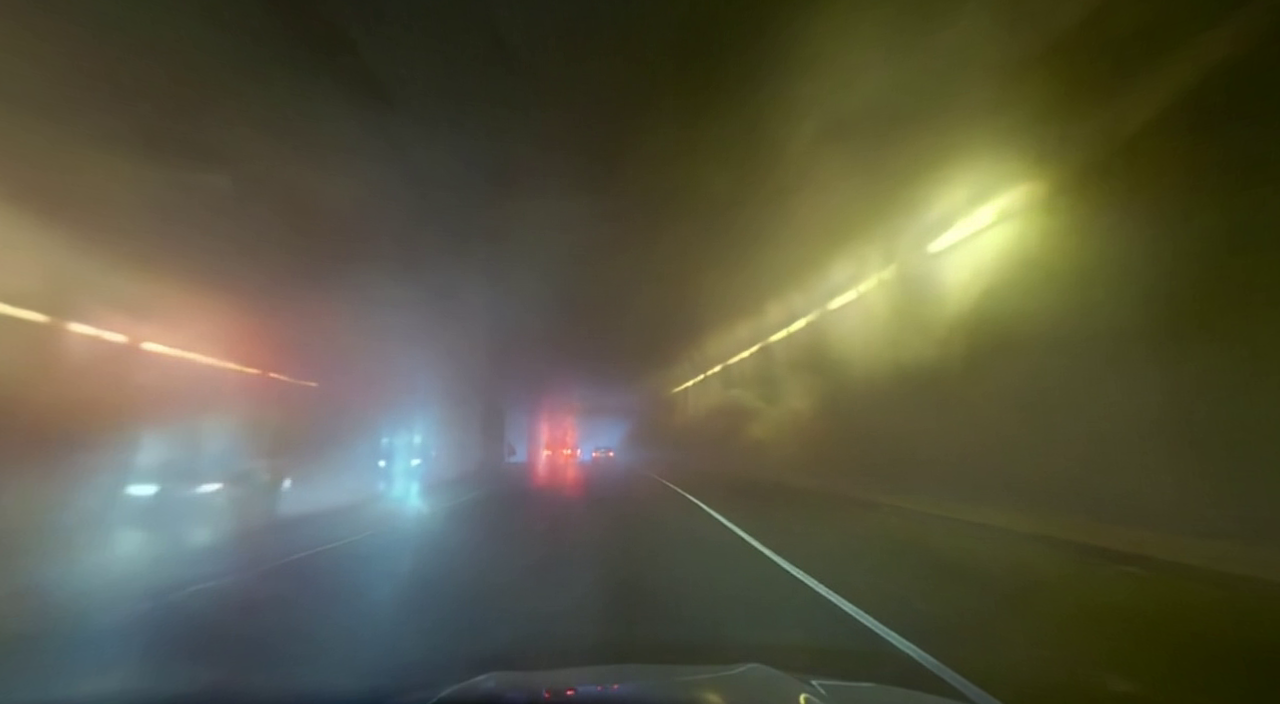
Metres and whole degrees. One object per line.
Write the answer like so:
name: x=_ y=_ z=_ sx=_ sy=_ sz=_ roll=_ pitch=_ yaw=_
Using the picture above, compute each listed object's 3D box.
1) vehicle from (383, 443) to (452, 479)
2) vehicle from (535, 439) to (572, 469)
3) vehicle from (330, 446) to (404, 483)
vehicle: x=-9.662 y=4.725 z=27.759 sx=1.691 sy=1.439 sz=4.136 roll=0 pitch=-8 yaw=-3
vehicle: x=-5.371 y=6.388 z=39.765 sx=1.961 sy=1.725 sz=4.315 roll=0 pitch=-8 yaw=-3
vehicle: x=-13.047 y=5.359 z=30.487 sx=1.788 sy=1.622 sz=4.284 roll=0 pitch=-8 yaw=-2
